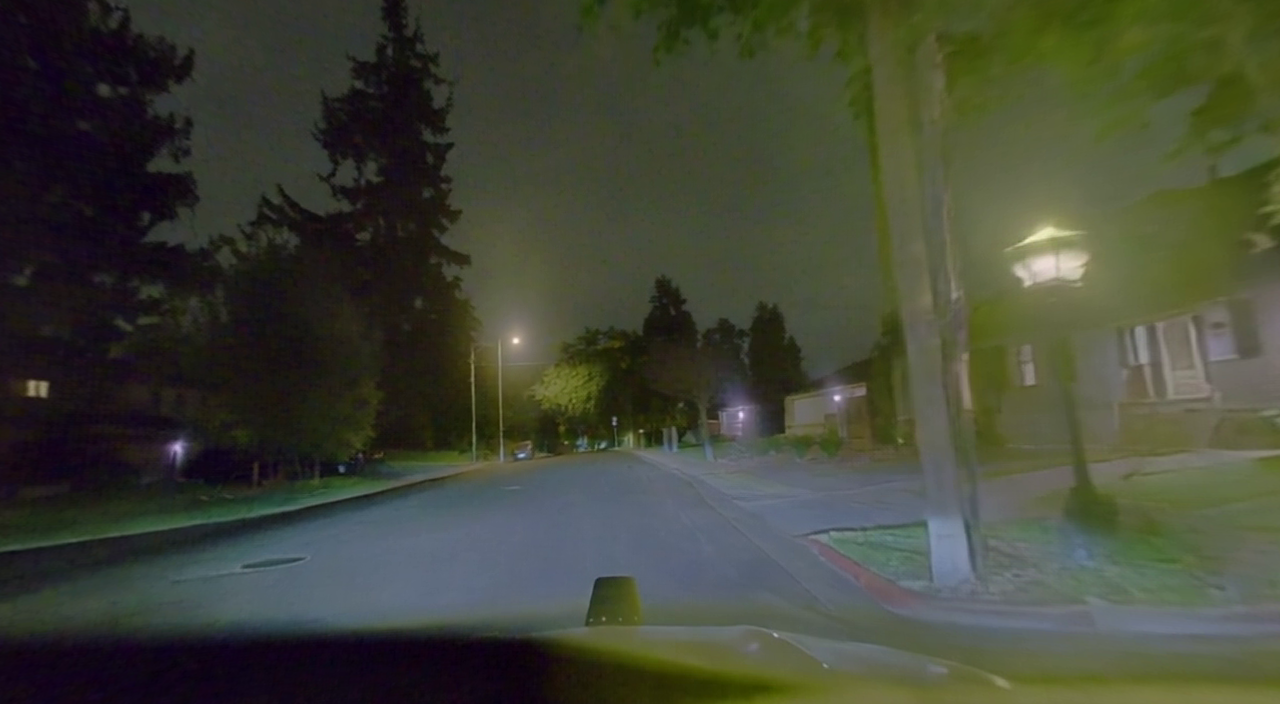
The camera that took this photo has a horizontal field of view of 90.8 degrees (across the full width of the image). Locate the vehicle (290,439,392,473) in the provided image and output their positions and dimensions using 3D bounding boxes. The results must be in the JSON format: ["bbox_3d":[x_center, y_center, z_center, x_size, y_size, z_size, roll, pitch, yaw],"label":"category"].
[{"bbox_3d":[-16.235,5.655,34.521,4.559,1.745,1.918,1,-8,-4],"label":"vehicle"}]

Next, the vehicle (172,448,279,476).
[{"bbox_3d":[-22.619,5.988,34.603,4.531,1.470,1.855,0,-8,-1],"label":"vehicle"}]
